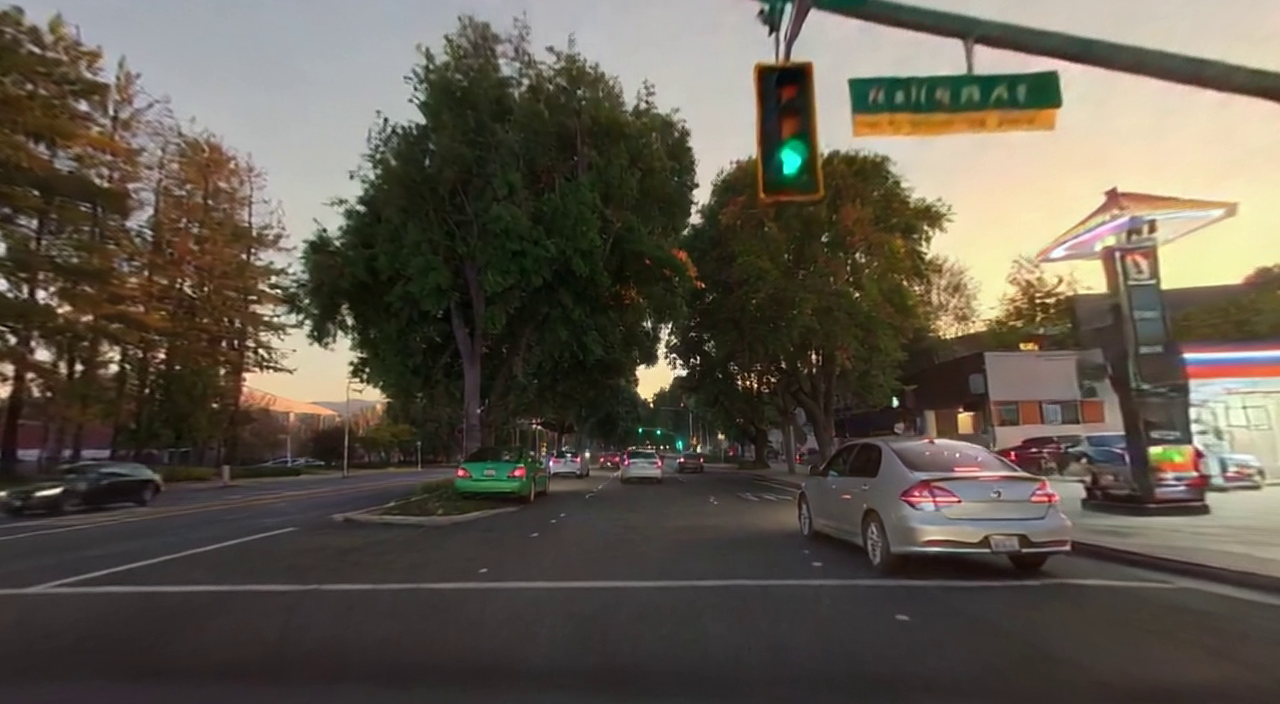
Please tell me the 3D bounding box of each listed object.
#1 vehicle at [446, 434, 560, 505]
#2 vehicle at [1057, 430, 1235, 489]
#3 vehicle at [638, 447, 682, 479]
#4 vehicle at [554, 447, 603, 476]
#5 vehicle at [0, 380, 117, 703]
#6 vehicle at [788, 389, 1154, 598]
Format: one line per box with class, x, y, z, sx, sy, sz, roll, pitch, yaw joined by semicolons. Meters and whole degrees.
vehicle;-3.613;3.204;17.710;2.023;1.687;4.874;0;-9;1
vehicle;16.732;3.571;21.290;2.110;1.744;4.928;-1;-8;3
vehicle;0.897;5.340;30.694;1.994;1.433;3.894;0;-8;-1
vehicle;-3.183;5.790;33.603;1.995;1.436;4.500;0;-8;2
vehicle;-3.495;0.606;0.570;2.095;1.517;4.512;0;-9;1
vehicle;3.436;1.570;7.845;1.992;1.805;4.549;0;-9;-1
